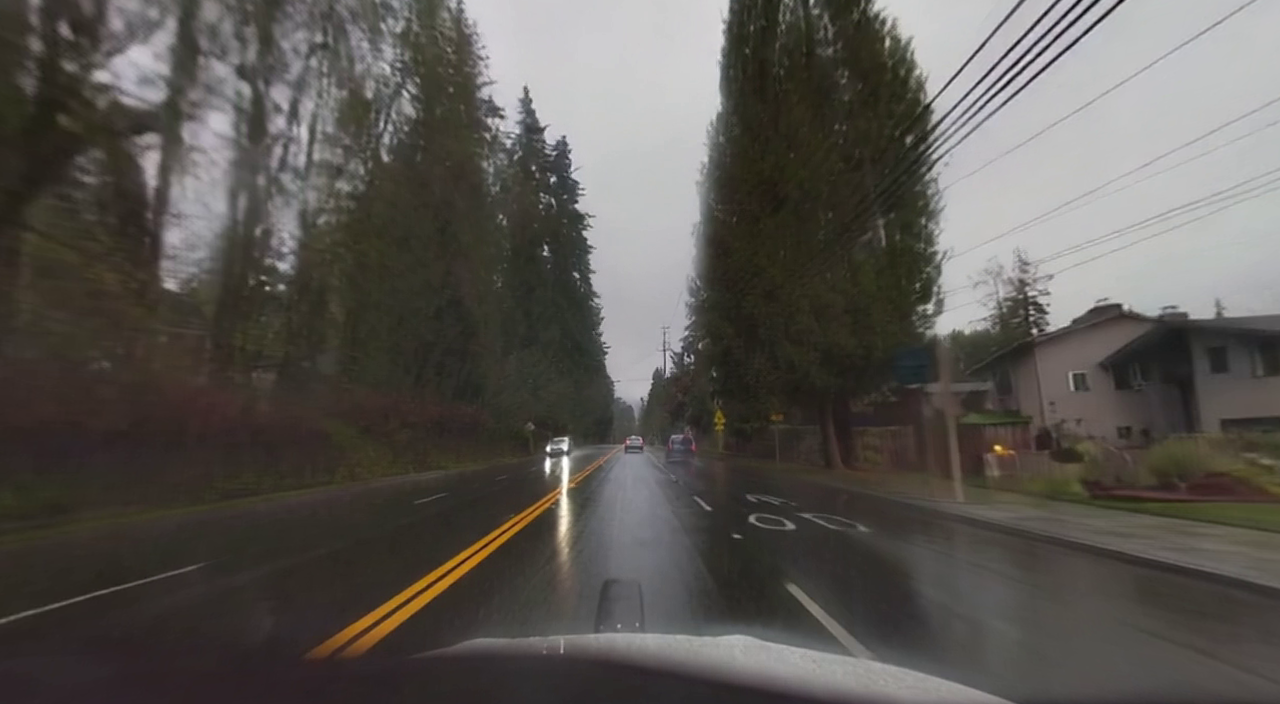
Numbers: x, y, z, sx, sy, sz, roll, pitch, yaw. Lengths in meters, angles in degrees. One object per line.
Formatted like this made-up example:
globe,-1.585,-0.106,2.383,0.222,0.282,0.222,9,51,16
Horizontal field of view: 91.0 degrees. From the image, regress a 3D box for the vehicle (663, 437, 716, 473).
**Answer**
vehicle,2.132,4.592,28.235,1.975,1.497,3.647,0,-8,-2
